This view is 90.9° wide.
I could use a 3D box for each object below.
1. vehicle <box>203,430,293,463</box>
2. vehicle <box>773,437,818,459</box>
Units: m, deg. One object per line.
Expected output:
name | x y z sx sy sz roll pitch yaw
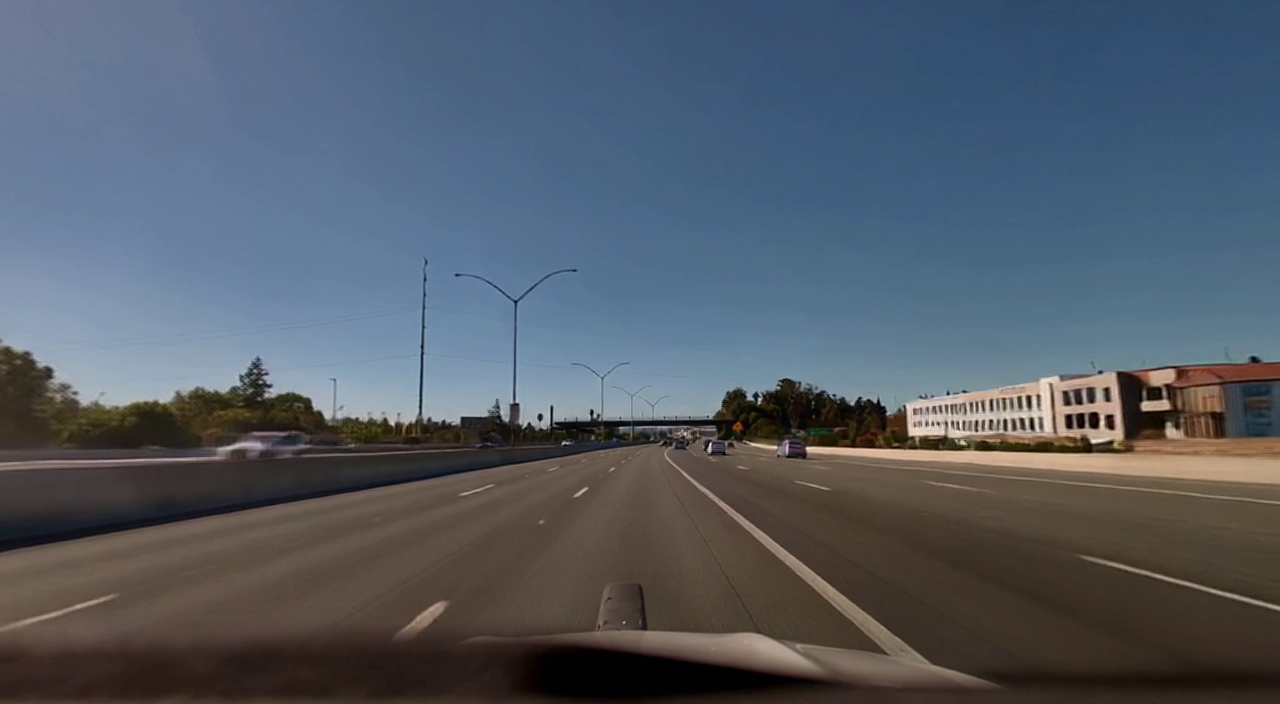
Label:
vehicle | -18.241 4.416 29.556 1.798 1.431 3.672 0 -8 1
vehicle | 11.027 6.820 44.938 2.000 1.514 4.585 -1 -8 0
